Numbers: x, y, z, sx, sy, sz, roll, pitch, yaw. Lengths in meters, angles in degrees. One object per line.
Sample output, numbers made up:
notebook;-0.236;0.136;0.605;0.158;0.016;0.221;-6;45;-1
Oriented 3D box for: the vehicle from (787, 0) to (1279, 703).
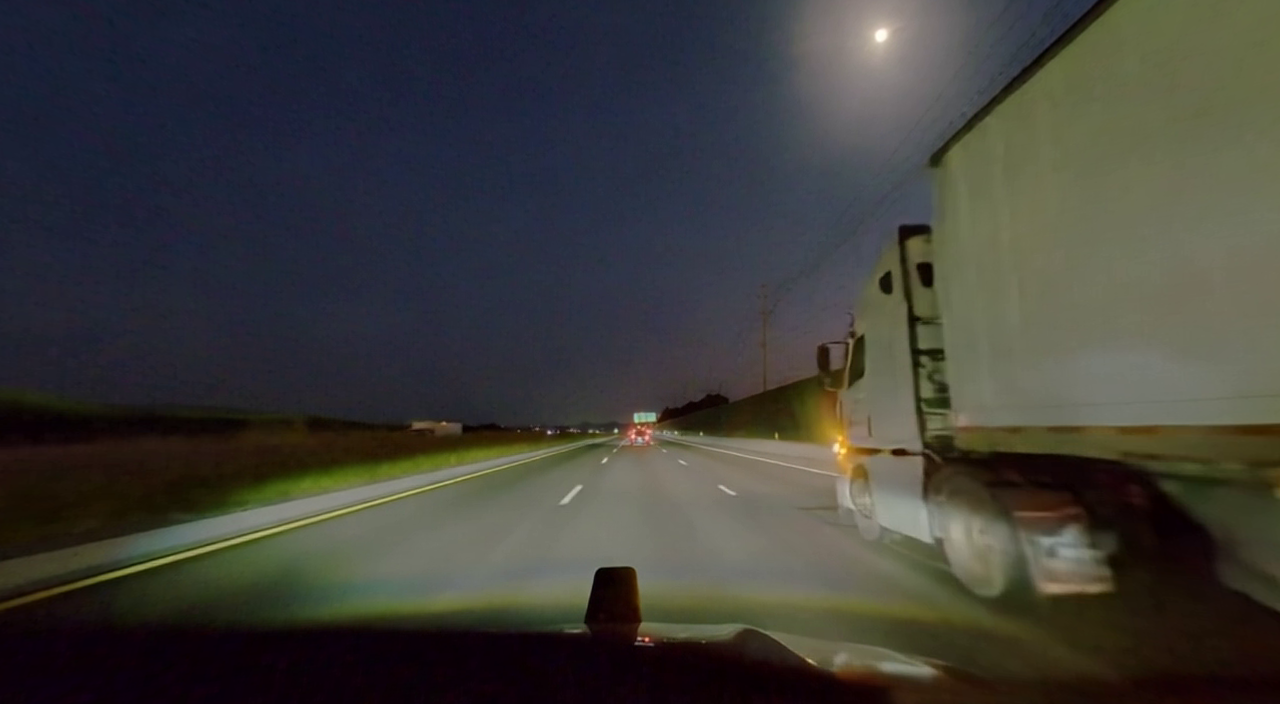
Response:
vehicle;3.656;0.139;5.809;3.031;3.881;5.944;0;-8;-1
